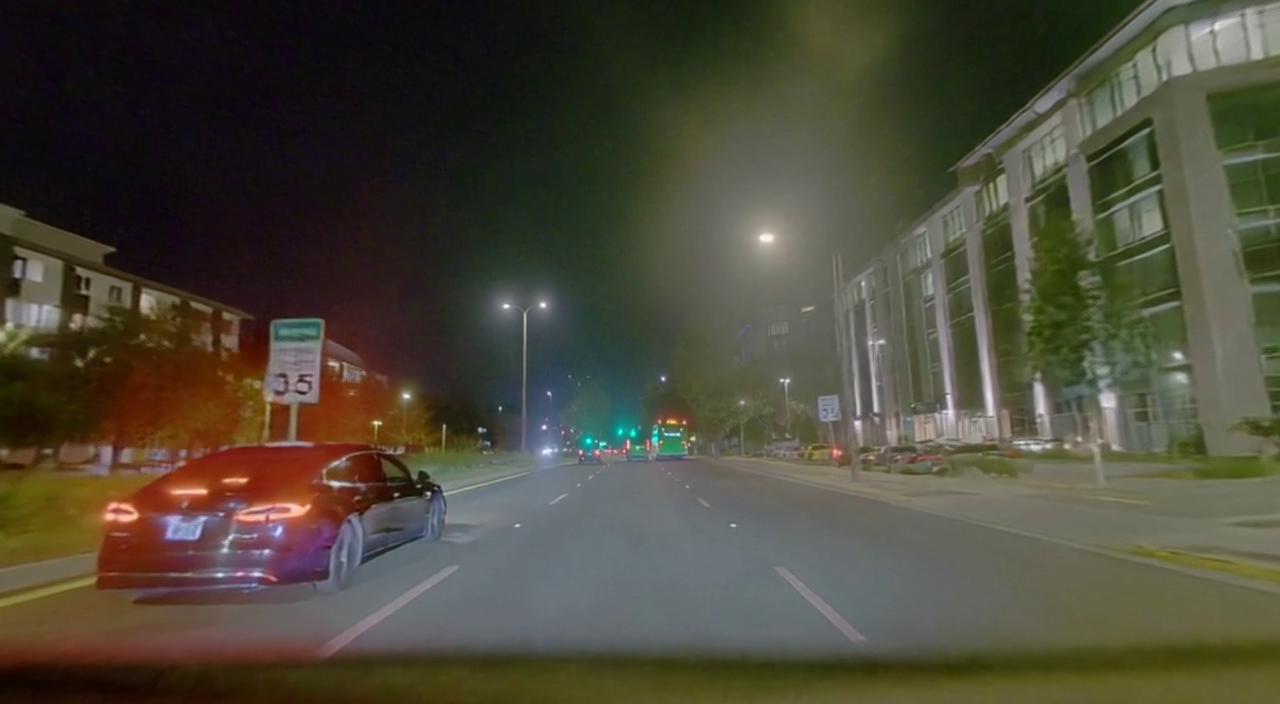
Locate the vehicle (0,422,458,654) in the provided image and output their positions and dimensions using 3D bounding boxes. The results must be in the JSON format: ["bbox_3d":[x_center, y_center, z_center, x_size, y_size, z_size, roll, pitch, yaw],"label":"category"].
[{"bbox_3d":[-3.595,1.548,6.415,2.120,1.481,4.535,0,-9,0],"label":"vehicle"}]

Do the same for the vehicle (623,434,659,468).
[{"bbox_3d":[0.047,6.670,42.768,2.336,2.122,5.207,0,-9,0],"label":"vehicle"}]

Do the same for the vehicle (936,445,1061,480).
[{"bbox_3d":[16.611,5.123,29.437,4.682,1.507,1.878,0,-9,0],"label":"vehicle"}]
